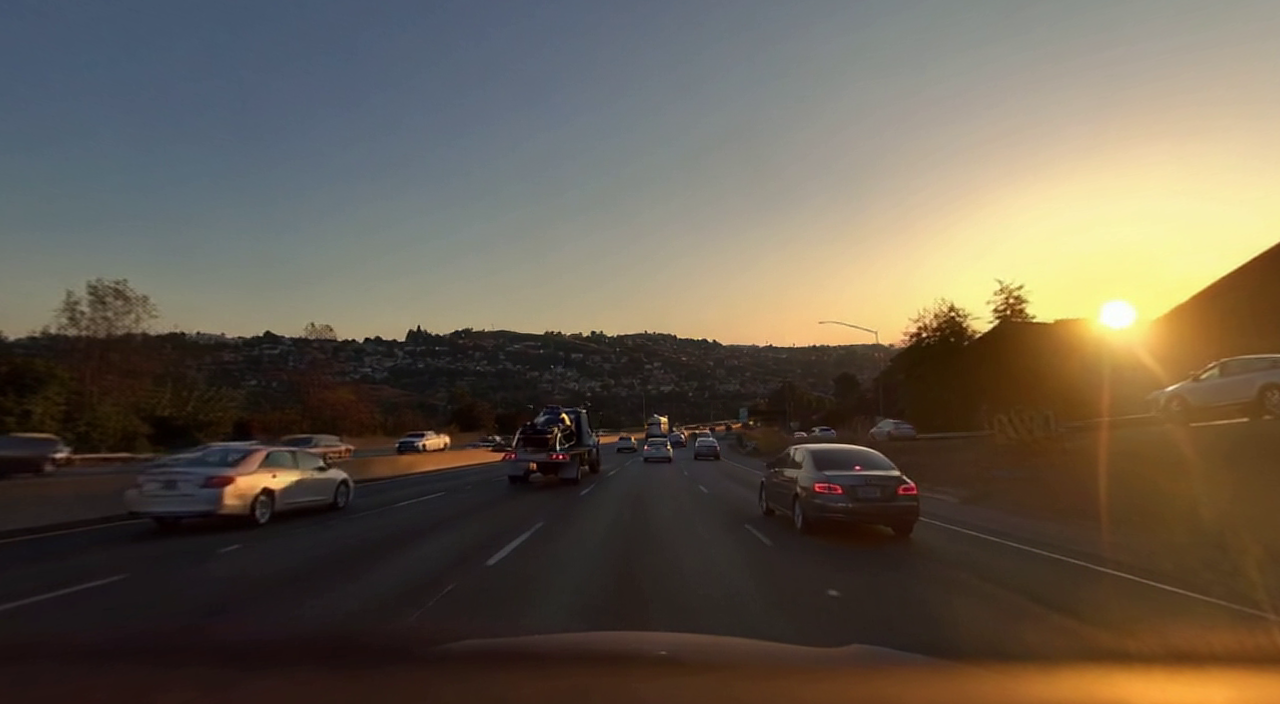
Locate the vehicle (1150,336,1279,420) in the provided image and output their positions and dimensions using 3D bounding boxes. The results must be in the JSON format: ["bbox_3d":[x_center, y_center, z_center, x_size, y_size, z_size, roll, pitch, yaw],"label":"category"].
[{"bbox_3d":[14.342,0.618,14.148,1.979,1.616,4.268,1,-8,-5],"label":"vehicle"}]

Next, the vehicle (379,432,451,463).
[{"bbox_3d":[-14.664,6.279,41.543,2.333,1.897,5.499,-1,-8,5],"label":"vehicle"}]

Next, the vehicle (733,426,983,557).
[{"bbox_3d":[2.837,1.916,9.446,2.040,1.481,4.260,0,-8,-3],"label":"vehicle"}]

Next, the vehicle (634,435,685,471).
[{"bbox_3d":[0.865,4.485,28.171,2.079,1.499,3.915,0,-8,2],"label":"vehicle"}]

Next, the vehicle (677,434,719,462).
[{"bbox_3d":[3.533,5.961,39.232,2.075,1.614,4.682,0,-8,-1],"label":"vehicle"}]

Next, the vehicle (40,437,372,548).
[{"bbox_3d":[-6.619,2.165,10.579,1.964,1.395,4.948,0,-8,2],"label":"vehicle"}]

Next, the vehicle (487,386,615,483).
[{"bbox_3d":[-2.908,3.264,24.435,3.162,2.955,10.282,0,-8,2],"label":"vehicle"}]

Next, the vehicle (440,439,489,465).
[{"bbox_3d":[-11.472,6.550,41.485,1.869,1.603,3.861,-1,-8,5],"label":"vehicle"}]

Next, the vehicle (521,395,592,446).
[{"bbox_3d":[-2.940,2.620,23.232,1.893,1.674,4.766,0,-8,1],"label":"vehicle"}]
